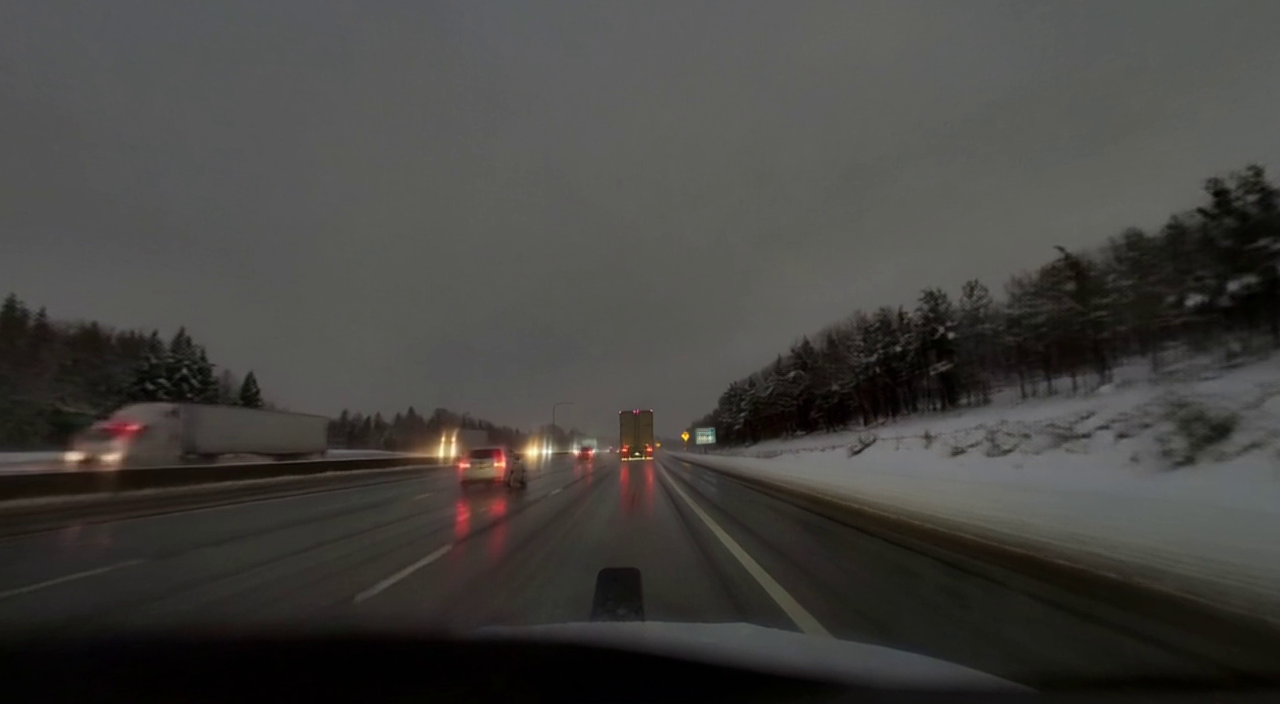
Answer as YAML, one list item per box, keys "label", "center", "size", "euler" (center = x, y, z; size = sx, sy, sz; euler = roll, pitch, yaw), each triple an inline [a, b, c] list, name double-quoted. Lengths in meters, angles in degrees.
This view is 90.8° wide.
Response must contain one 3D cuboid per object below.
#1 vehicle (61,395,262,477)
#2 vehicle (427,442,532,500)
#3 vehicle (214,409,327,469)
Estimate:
- label: "vehicle"
  center: [-25.804, 4.791, 35.125]
  size: [2.928, 3.848, 10.370]
  euler: [0, -9, 0]
- label: "vehicle"
  center: [-4.617, 3.488, 18.769]
  size: [2.024, 1.515, 3.907]
  euler: [0, -9, 1]
- label: "vehicle"
  center: [-25.688, 6.225, 44.541]
  size: [2.893, 3.815, 8.134]
  euler: [0, -9, 0]
